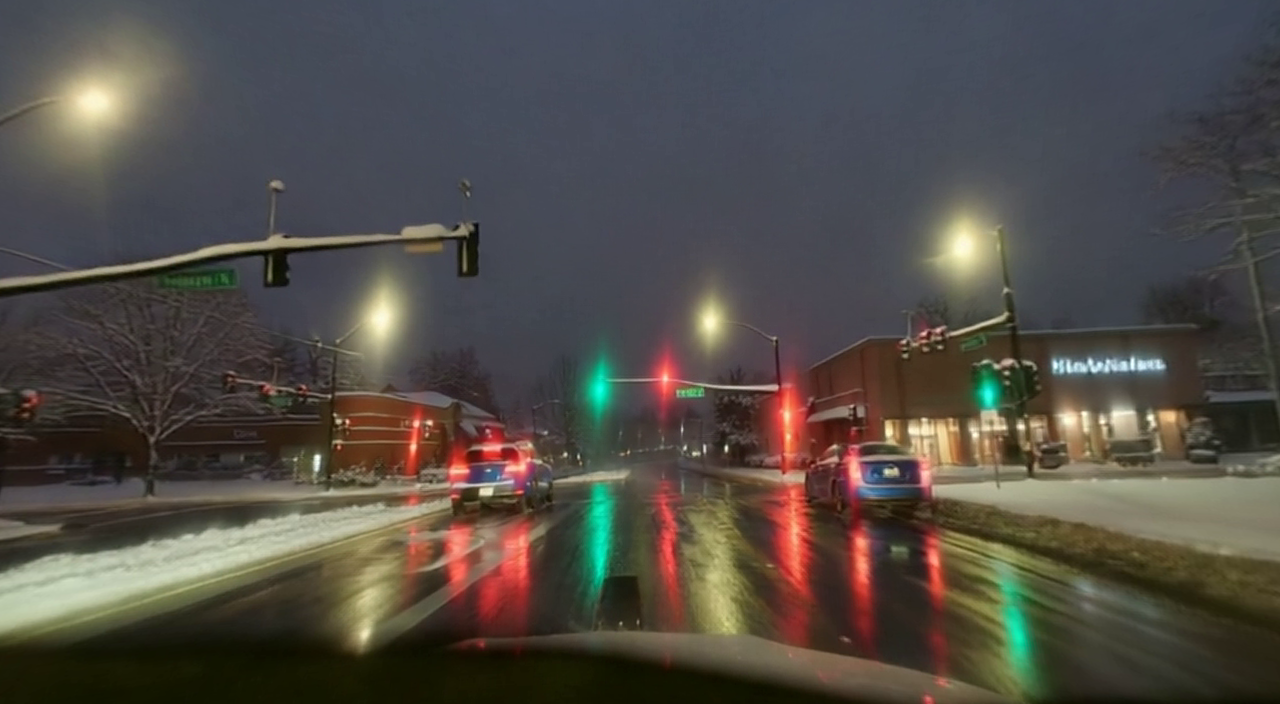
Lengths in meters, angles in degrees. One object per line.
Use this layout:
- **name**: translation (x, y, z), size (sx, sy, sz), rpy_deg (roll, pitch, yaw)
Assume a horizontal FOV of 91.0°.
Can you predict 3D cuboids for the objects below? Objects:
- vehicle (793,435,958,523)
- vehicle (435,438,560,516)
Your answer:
- **vehicle**: translation (5.054, 2.805, 14.331), size (2.039, 1.655, 4.495), rpy_deg (0, -9, 1)
- **vehicle**: translation (-3.262, 2.985, 15.408), size (1.947, 1.627, 4.248), rpy_deg (0, -9, 1)
